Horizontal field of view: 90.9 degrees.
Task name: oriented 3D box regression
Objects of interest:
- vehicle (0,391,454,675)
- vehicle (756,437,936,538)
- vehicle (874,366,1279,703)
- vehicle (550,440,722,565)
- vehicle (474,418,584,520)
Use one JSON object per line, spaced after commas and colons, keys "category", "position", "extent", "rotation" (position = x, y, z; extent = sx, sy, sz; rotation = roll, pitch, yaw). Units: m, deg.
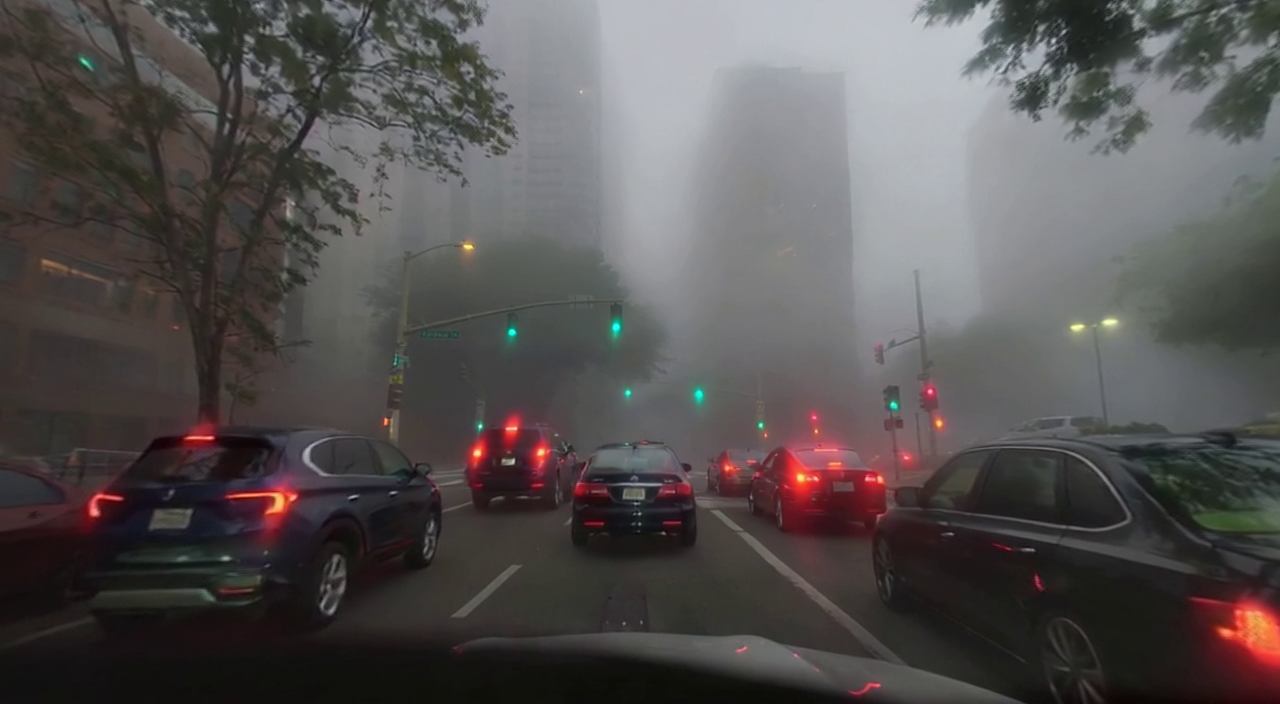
{"category": "vehicle", "position": [-3.461, 1.444, 6.196], "extent": [2.046, 1.744, 4.407], "rotation": [0, -8, -2]}
{"category": "vehicle", "position": [3.586, 2.426, 12.019], "extent": [1.973, 1.537, 4.533], "rotation": [0, -8, 1]}
{"category": "vehicle", "position": [3.352, 1.121, 3.920], "extent": [2.179, 1.631, 4.173], "rotation": [0, -8, 0]}
{"category": "vehicle", "position": [-0.042, 2.059, 9.404], "extent": [2.031, 1.461, 3.763], "rotation": [0, -8, 0]}
{"category": "vehicle", "position": [-2.418, 2.641, 14.721], "extent": [1.683, 2.039, 3.703], "rotation": [-1, -8, 3]}
